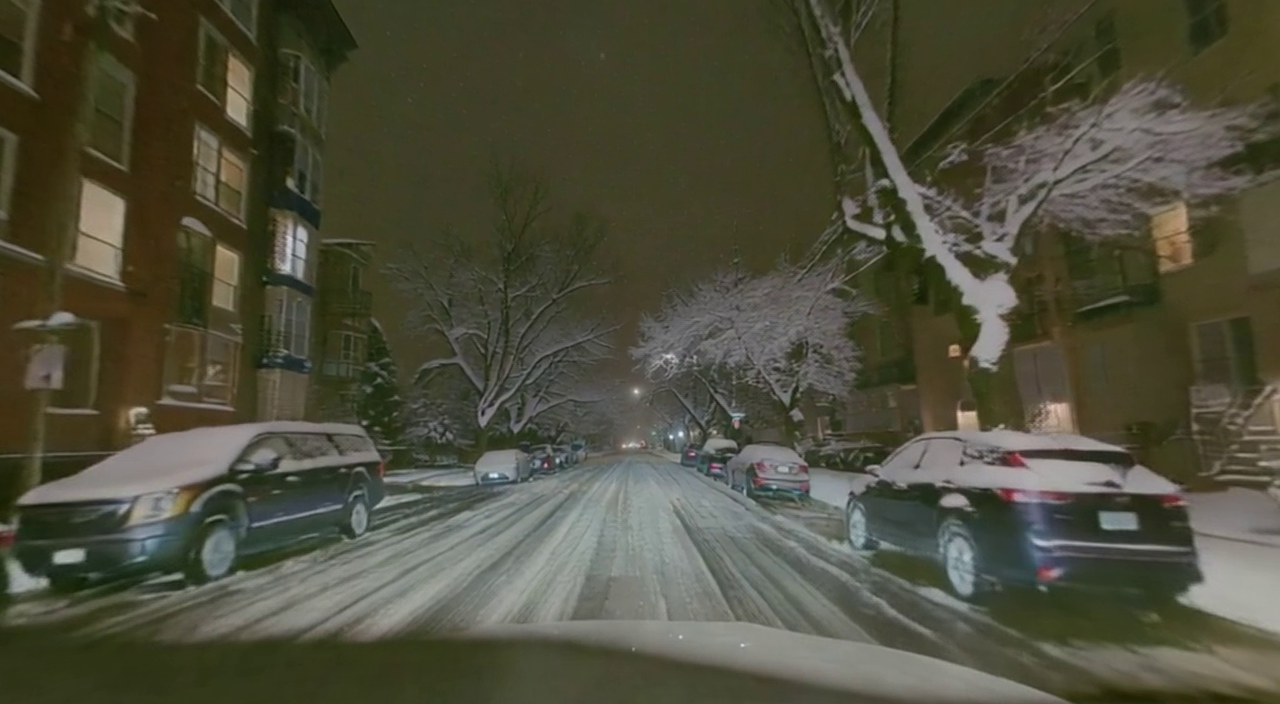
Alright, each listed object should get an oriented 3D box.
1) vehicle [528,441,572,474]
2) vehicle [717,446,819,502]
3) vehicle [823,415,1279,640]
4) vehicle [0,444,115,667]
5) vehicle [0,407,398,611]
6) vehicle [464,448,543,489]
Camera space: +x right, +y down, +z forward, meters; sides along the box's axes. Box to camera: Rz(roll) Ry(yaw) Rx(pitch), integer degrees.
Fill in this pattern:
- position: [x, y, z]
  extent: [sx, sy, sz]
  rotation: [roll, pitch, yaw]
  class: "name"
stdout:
- position: [-5.416, 6.387, 38.602]
  extent: [2.069, 1.881, 4.697]
  rotation: [0, -8, -1]
  class: "vehicle"
- position: [3.657, 3.567, 19.012]
  extent: [1.881, 1.460, 4.737]
  rotation: [0, -8, -3]
  class: "vehicle"
- position: [3.825, 1.655, 7.120]
  extent: [1.992, 1.643, 4.735]
  rotation: [0, -8, -1]
  class: "vehicle"
- position: [-5.280, 1.137, 2.641]
  extent: [2.026, 1.461, 4.837]
  rotation: [-1, -8, 0]
  class: "vehicle"
- position: [-5.320, 1.846, 8.492]
  extent: [2.213, 1.825, 4.986]
  rotation: [-2, -8, 0]
  class: "vehicle"
- position: [-5.302, 4.572, 25.220]
  extent: [2.080, 1.458, 4.511]
  rotation: [0, -8, 1]
  class: "vehicle"
